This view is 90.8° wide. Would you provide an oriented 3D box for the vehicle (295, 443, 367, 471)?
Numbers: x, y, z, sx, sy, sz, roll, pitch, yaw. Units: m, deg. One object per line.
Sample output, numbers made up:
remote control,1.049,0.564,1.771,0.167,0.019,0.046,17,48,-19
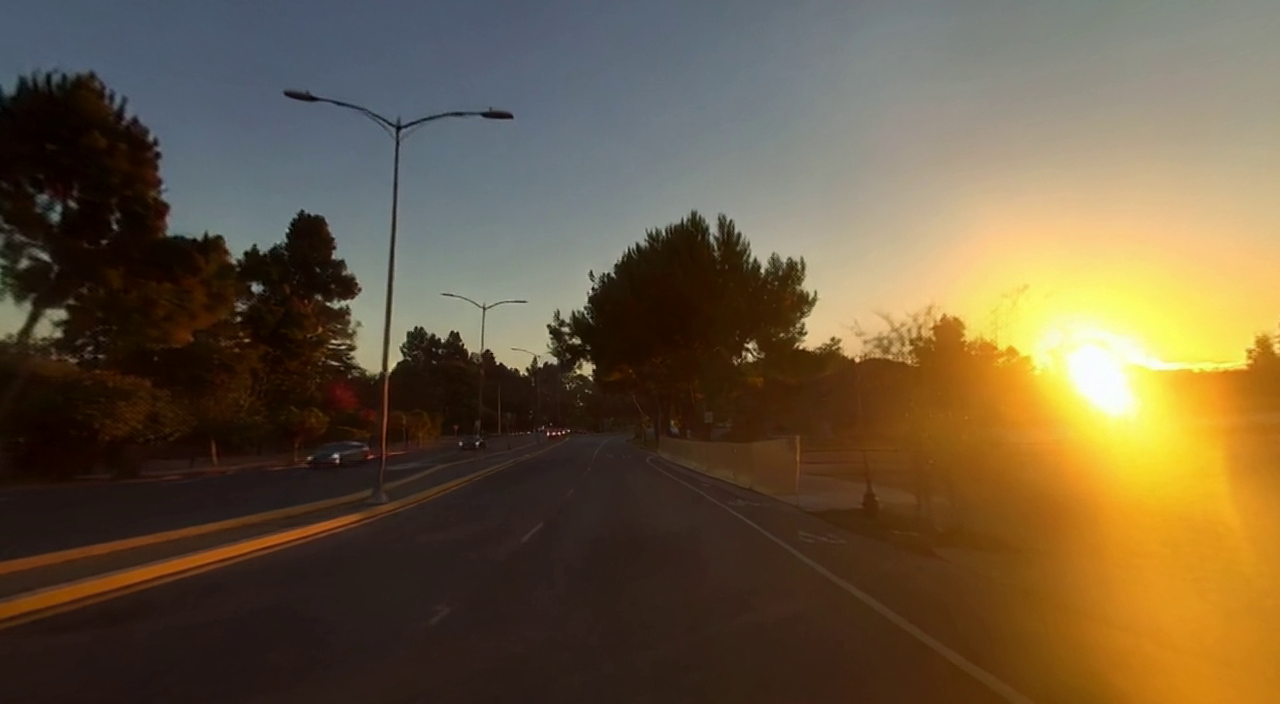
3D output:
vehicle,-17.988,6.117,37.050,1.892,1.521,4.641,0,-9,-1
